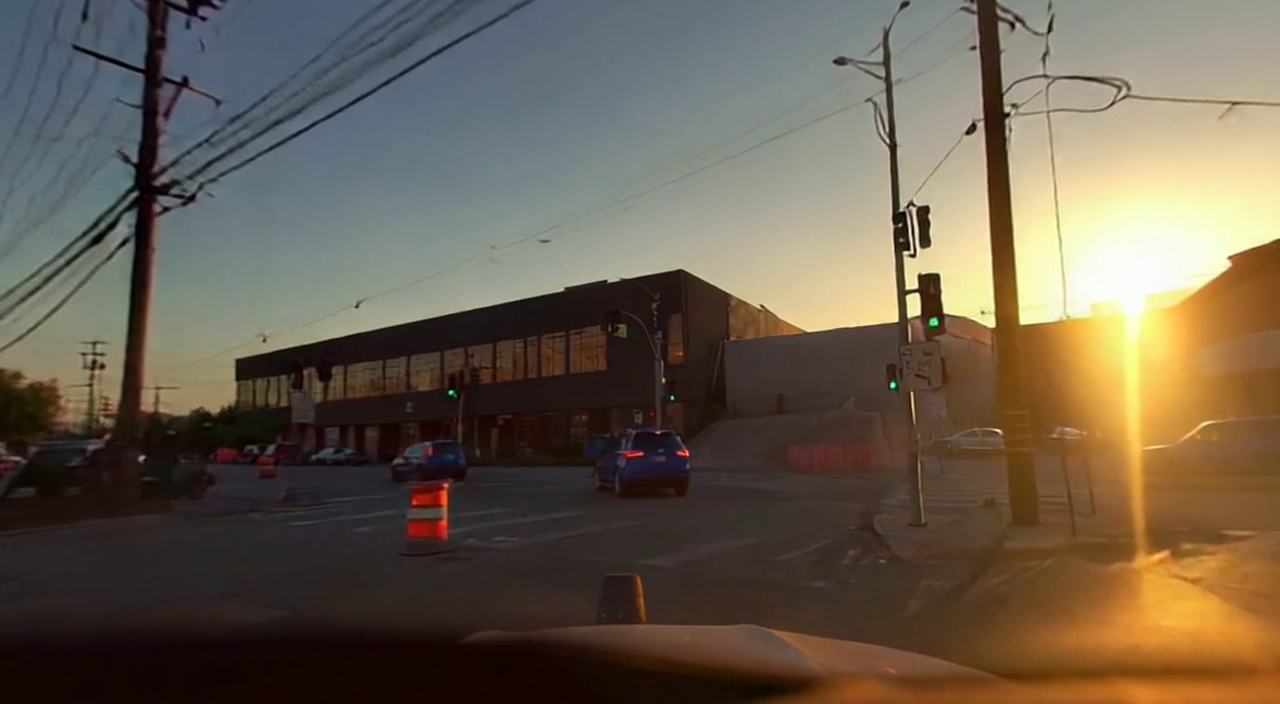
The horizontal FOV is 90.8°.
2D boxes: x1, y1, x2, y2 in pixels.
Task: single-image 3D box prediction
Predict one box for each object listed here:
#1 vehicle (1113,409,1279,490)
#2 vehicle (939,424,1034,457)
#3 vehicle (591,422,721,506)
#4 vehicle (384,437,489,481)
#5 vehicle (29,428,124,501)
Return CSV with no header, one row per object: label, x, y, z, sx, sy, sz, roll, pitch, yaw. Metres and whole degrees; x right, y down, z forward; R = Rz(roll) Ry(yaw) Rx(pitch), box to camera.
vehicle,14.780,2.351,15.305,4.740,1.802,2.249,-4,-9,20
vehicle,18.986,4.877,34.663,4.382,1.688,1.937,-6,-10,32
vehicle,0.196,2.885,16.788,2.256,1.859,5.118,1,-9,-12
vehicle,-9.904,5.104,30.509,5.548,1.911,2.206,-8,-11,40
vehicle,-22.599,4.456,25.526,1.959,2.654,4.078,5,-10,-31
